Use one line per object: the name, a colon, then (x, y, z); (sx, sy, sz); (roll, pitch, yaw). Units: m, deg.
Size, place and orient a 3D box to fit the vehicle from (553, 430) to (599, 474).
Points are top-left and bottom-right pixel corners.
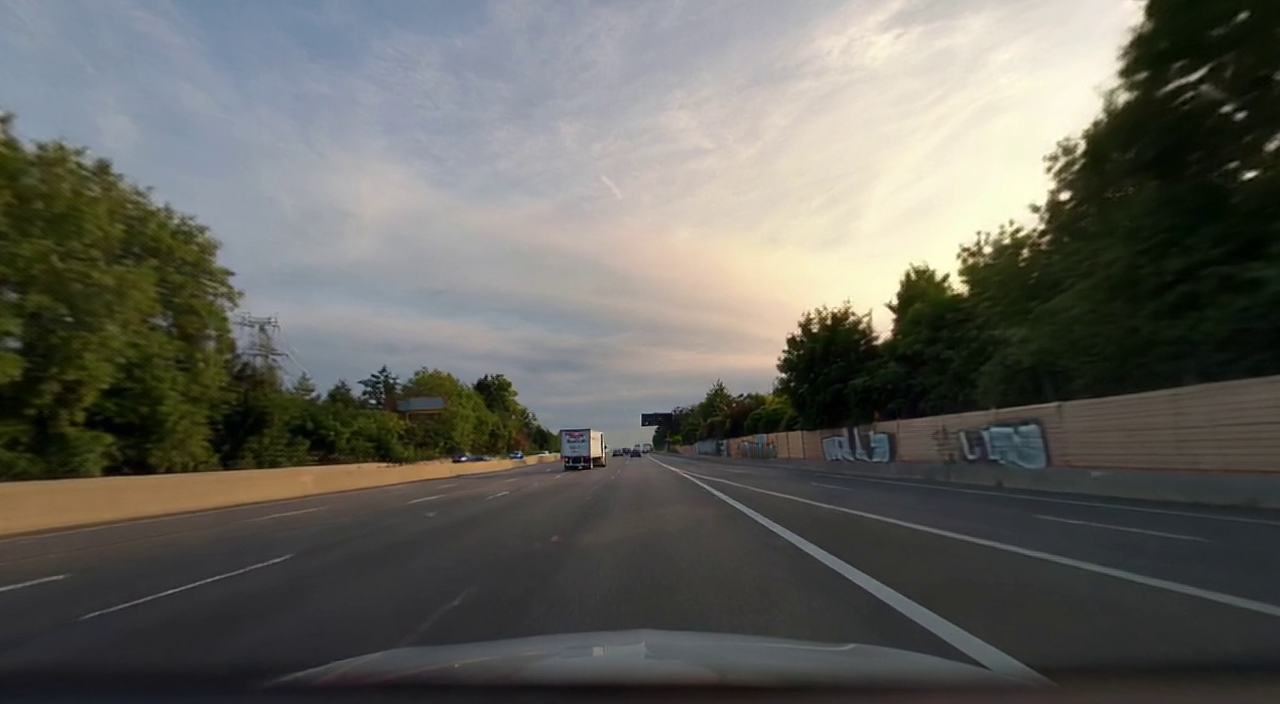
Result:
vehicle: (-3.899, 6.265, 39.474); (2.305, 2.517, 5.486); (0, -9, 0)
